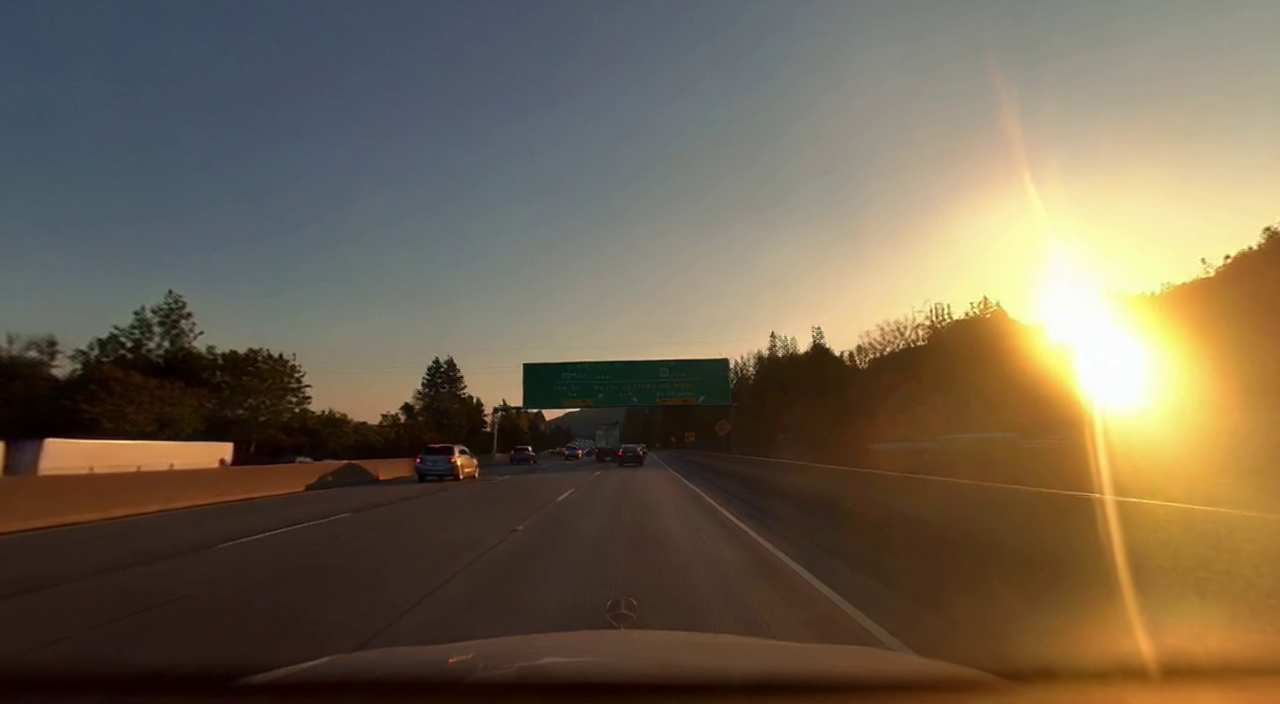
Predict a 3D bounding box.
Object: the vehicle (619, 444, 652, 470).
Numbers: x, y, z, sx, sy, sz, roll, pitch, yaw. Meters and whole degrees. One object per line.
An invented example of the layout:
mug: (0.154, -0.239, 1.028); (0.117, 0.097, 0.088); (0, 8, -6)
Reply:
vehicle: (-0.247, 6.647, 40.000); (1.931, 1.528, 4.126); (0, -8, 1)

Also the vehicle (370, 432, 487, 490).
vehicle: (-7.263, 3.793, 22.381); (2.115, 1.778, 5.572); (0, -8, 1)
